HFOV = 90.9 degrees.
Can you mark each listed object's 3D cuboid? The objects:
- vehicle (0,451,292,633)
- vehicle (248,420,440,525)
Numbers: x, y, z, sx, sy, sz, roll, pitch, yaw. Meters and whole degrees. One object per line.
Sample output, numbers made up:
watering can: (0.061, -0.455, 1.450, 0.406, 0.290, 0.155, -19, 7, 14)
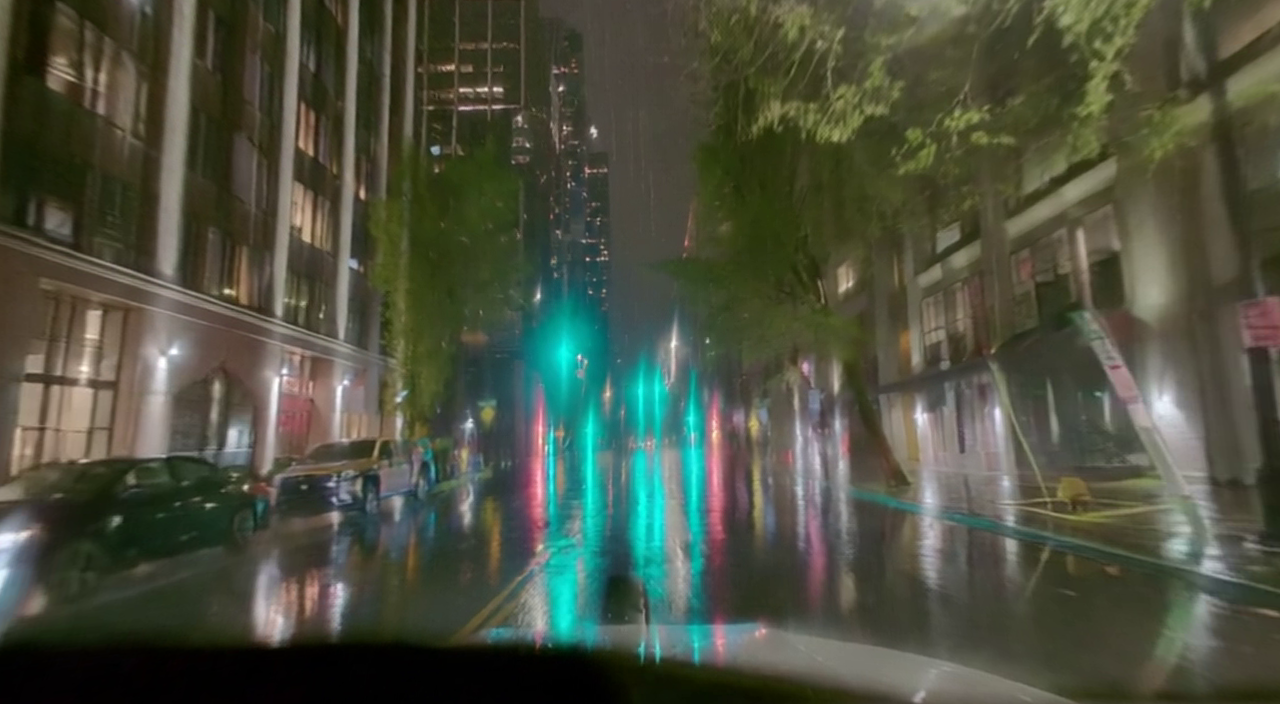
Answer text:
vehicle: (-6.739, 2.089, 7.832, 2.270, 1.539, 4.855, -4, -9, -2)
vehicle: (-6.578, 2.721, 14.795, 2.273, 1.871, 4.920, -4, -9, -2)
